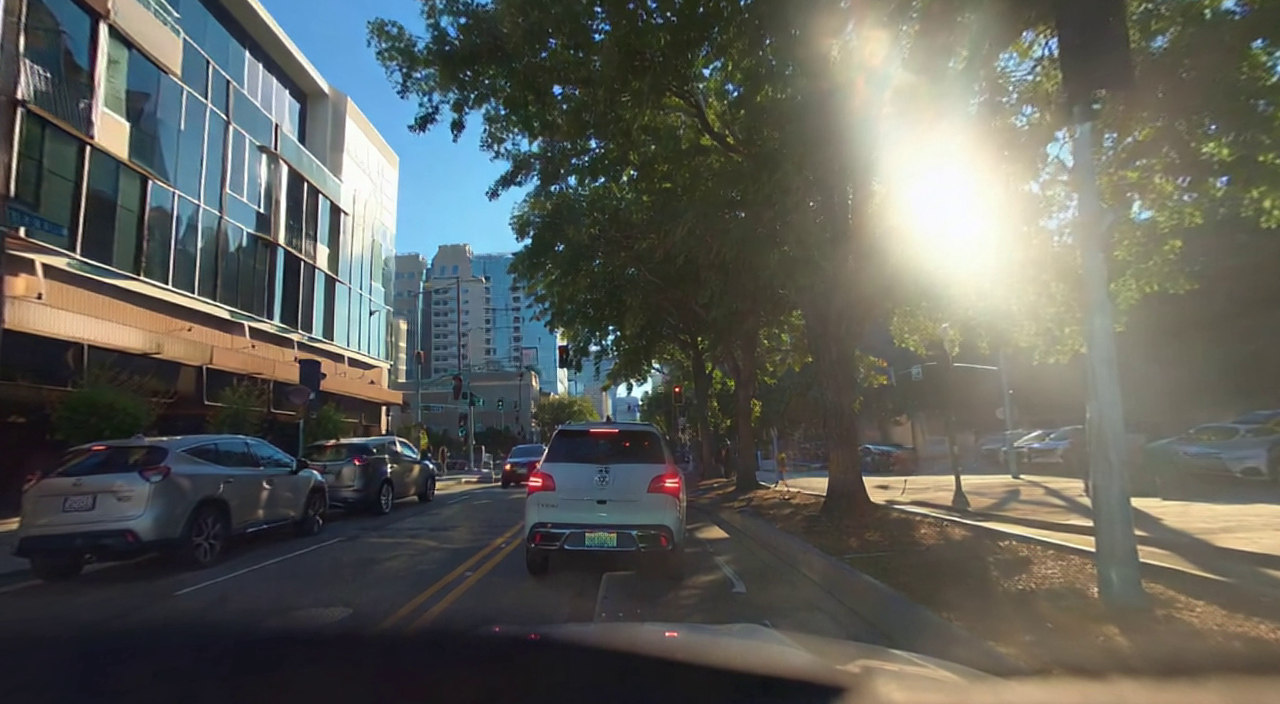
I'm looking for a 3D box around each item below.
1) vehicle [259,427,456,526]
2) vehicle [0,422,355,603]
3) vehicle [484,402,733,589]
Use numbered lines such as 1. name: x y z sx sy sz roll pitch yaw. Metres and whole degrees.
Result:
1. vehicle: -5.871 2.635 13.963 2.077 1.791 4.751 0 -9 1
2. vehicle: -5.742 1.853 8.278 1.904 1.684 4.529 0 -9 -1
3. vehicle: -0.266 1.599 7.788 2.258 1.687 3.934 0 -9 1
